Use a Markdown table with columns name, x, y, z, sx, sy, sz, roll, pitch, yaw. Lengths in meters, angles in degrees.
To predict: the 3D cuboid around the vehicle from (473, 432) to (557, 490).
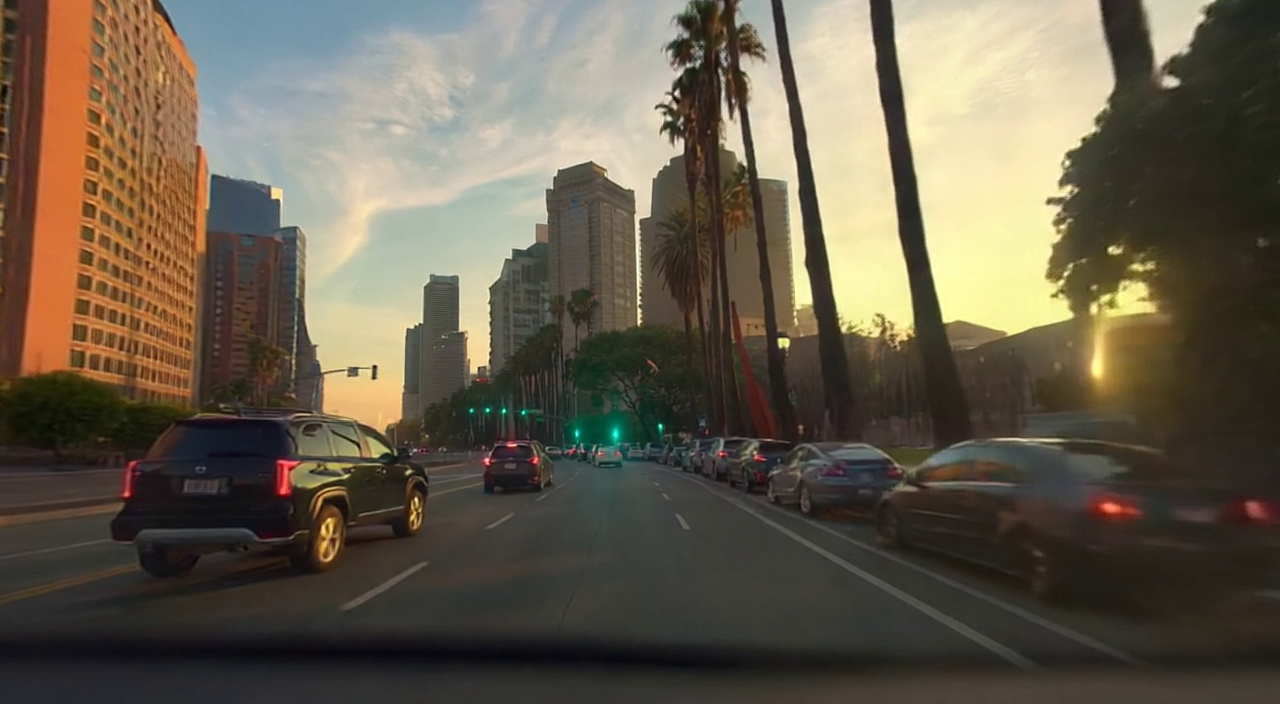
| name | x | y | z | sx | sy | sz | roll | pitch | yaw |
| --- | --- | --- | --- | --- | --- | --- | --- | --- | --- |
| vehicle | -4.048 | 3.611 | 21.182 | 2.014 | 1.740 | 4.392 | 0 | -9 | -1 |

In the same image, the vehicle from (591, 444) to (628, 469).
| name | x | y | z | sx | sy | sz | roll | pitch | yaw |
| --- | --- | --- | --- | --- | --- | --- | --- | --- | --- |
| vehicle | -1.939 | 6.414 | 38.854 | 2.036 | 1.461 | 3.890 | 1 | -9 | -6 |

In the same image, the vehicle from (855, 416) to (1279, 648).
| name | x | y | z | sx | sy | sz | roll | pitch | yaw |
| --- | --- | --- | --- | --- | --- | --- | --- | --- | --- |
| vehicle | 4.003 | 1.532 | 6.484 | 1.873 | 1.511 | 4.523 | 0 | -9 | -1 |

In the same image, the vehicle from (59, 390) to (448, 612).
| name | x | y | z | sx | sy | sz | roll | pitch | yaw |
| --- | --- | --- | --- | --- | --- | --- | --- | --- | --- |
| vehicle | -3.808 | 1.526 | 7.315 | 1.800 | 1.797 | 4.224 | 0 | -9 | 0 |
